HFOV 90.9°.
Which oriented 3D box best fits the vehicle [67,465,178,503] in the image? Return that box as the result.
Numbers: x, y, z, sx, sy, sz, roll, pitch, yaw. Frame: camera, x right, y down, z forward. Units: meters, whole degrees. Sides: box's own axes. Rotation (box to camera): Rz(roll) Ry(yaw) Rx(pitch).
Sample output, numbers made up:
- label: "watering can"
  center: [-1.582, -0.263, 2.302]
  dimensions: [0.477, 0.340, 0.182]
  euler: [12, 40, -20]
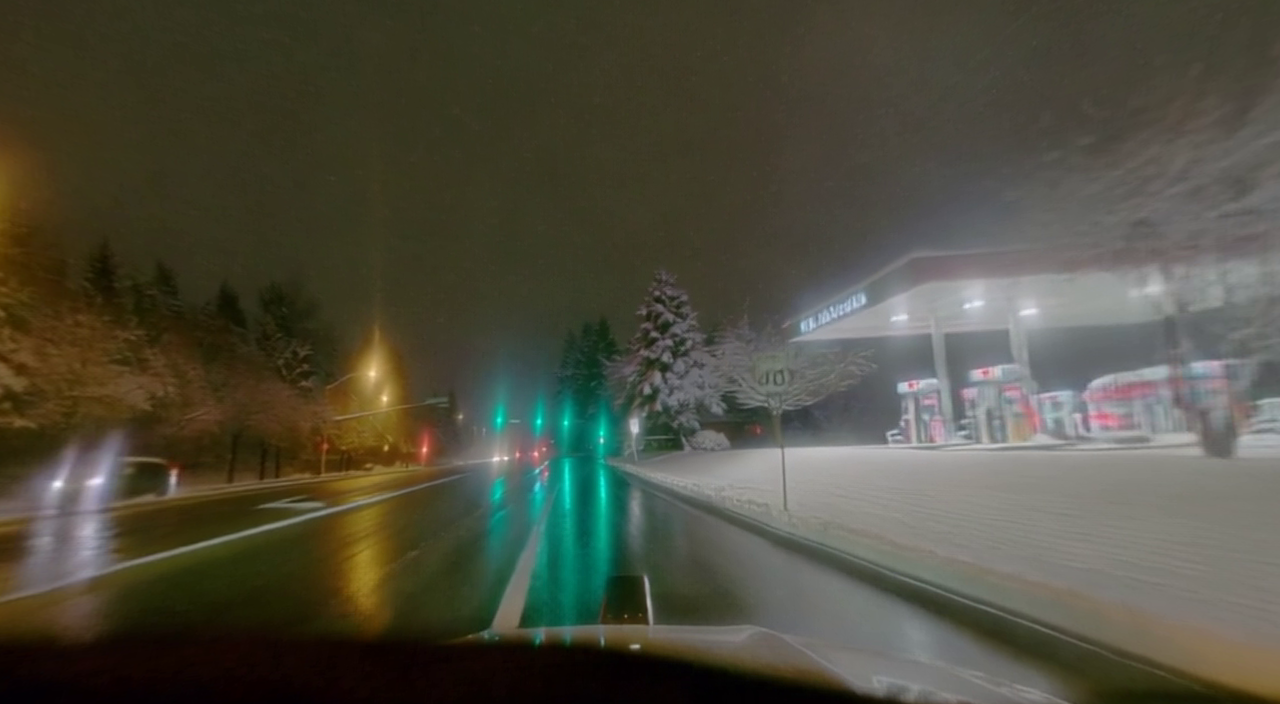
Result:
- label: "vehicle"
  center: [-24.299, 6.177, 29.854]
  dimensions: [1.794, 1.468, 4.388]
  euler: [1, -8, -5]
